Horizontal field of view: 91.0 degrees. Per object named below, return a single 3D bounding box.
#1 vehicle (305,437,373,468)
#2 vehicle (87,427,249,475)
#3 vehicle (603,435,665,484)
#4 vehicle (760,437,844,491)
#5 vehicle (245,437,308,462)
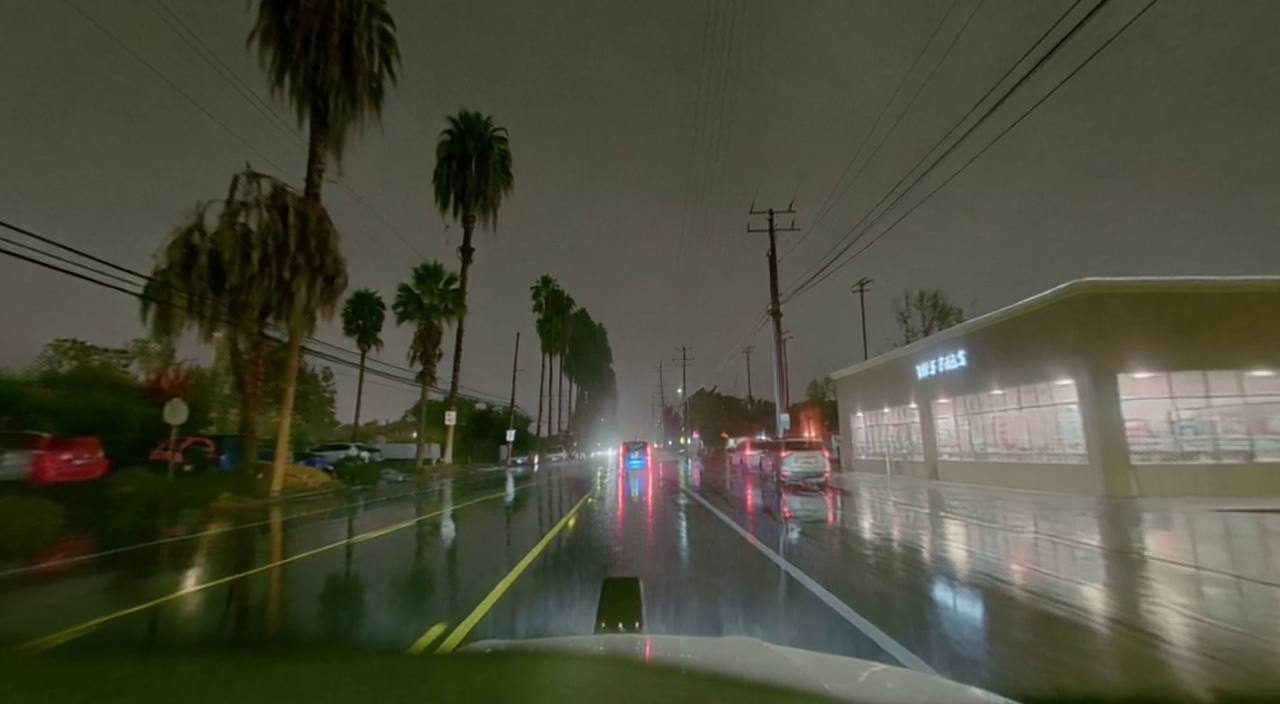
[{"bbox_3d":[-17.649,5.894,37.151,2.084,1.678,4.707,1,-9,-6],"label":"vehicle"},{"bbox_3d":[-19.058,4.001,25.577,4.976,1.741,1.986,7,-11,-40],"label":"vehicle"},{"bbox_3d":[-0.238,4.315,25.603,2.264,1.798,4.563,0,-9,-1],"label":"vehicle"},{"bbox_3d":[5.929,4.151,23.623,1.945,1.791,4.460,0,-9,0],"label":"vehicle"},{"bbox_3d":[-22.954,6.168,39.927,1.829,1.492,4.487,1,-9,-8],"label":"vehicle"}]
